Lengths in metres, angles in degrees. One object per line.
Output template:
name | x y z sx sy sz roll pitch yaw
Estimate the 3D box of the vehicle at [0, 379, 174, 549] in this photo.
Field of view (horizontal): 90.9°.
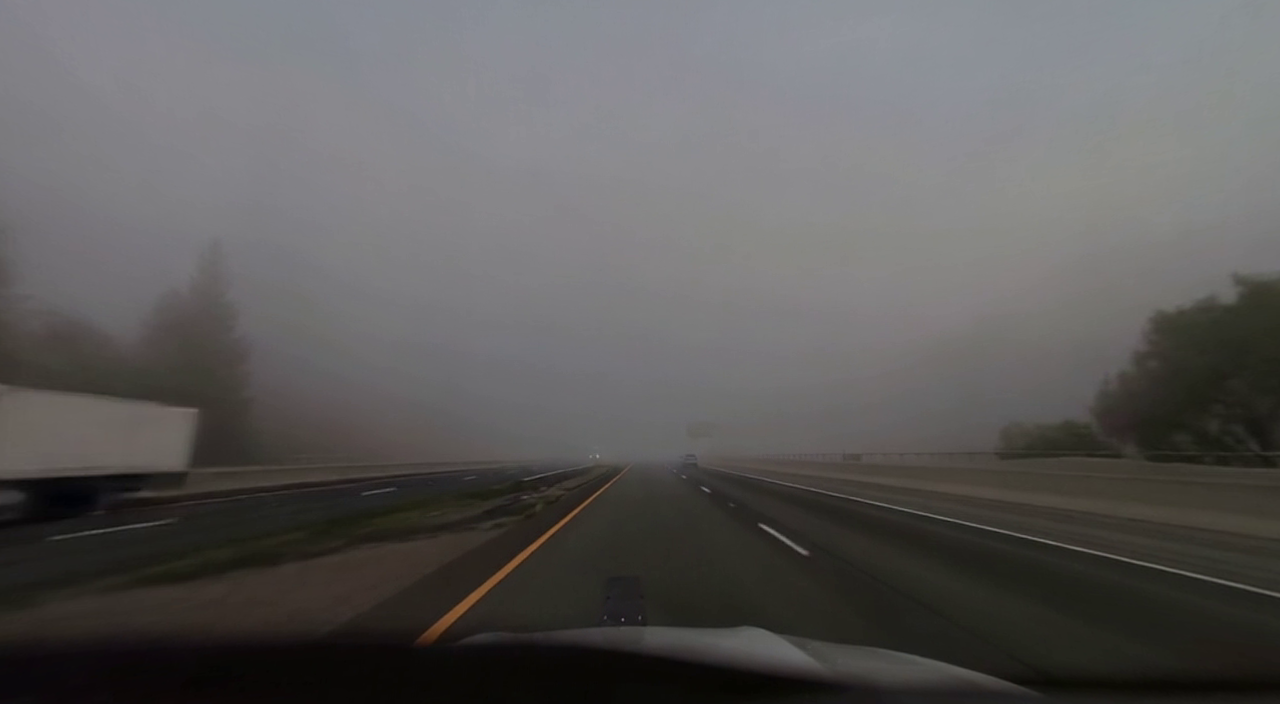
vehicle | -12.759 2.049 11.586 2.901 2.963 6.971 0 -9 1
